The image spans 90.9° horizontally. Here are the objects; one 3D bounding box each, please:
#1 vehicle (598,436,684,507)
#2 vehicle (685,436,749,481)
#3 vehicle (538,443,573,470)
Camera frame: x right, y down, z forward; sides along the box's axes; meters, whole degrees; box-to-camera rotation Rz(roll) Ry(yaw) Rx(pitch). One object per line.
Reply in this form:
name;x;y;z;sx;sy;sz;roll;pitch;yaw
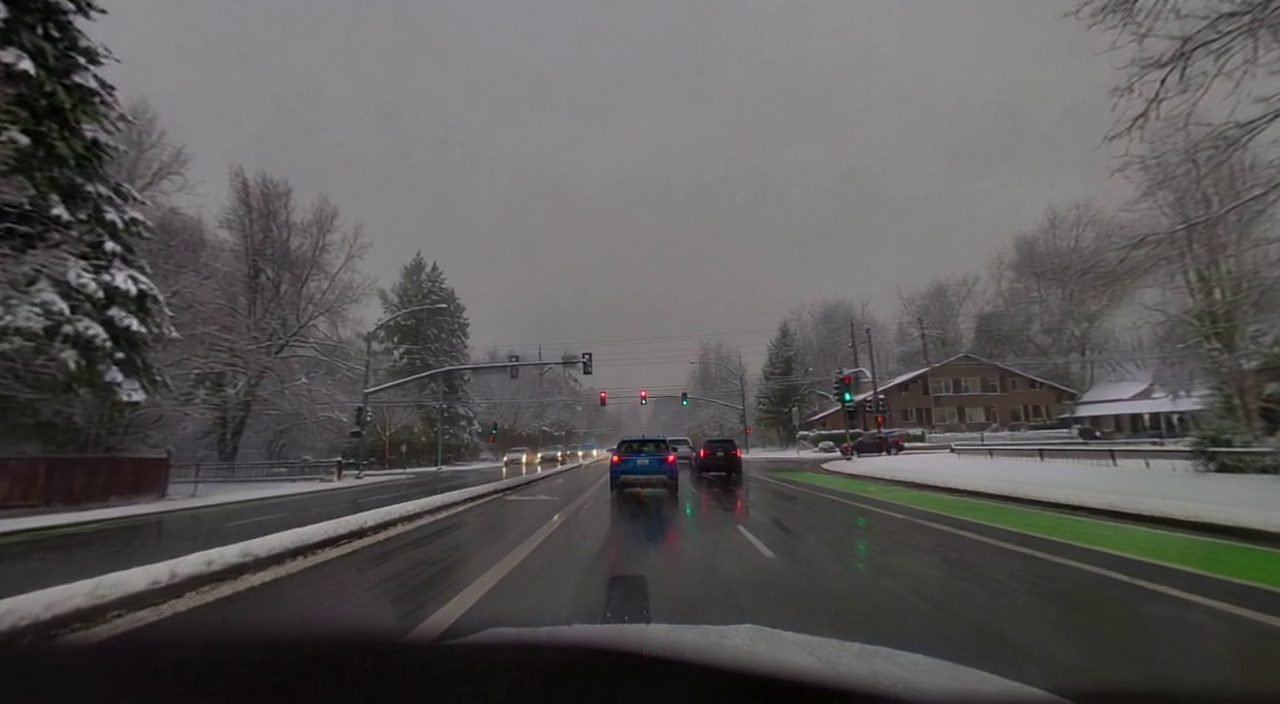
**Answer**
vehicle;0.025;3.238;17.528;2.109;1.730;3.963;0;-8;0
vehicle;3.283;4.655;27.783;2.189;1.815;4.495;0;-8;0
vehicle;-6.351;7.881;47.851;1.949;1.891;4.439;0;-8;1
